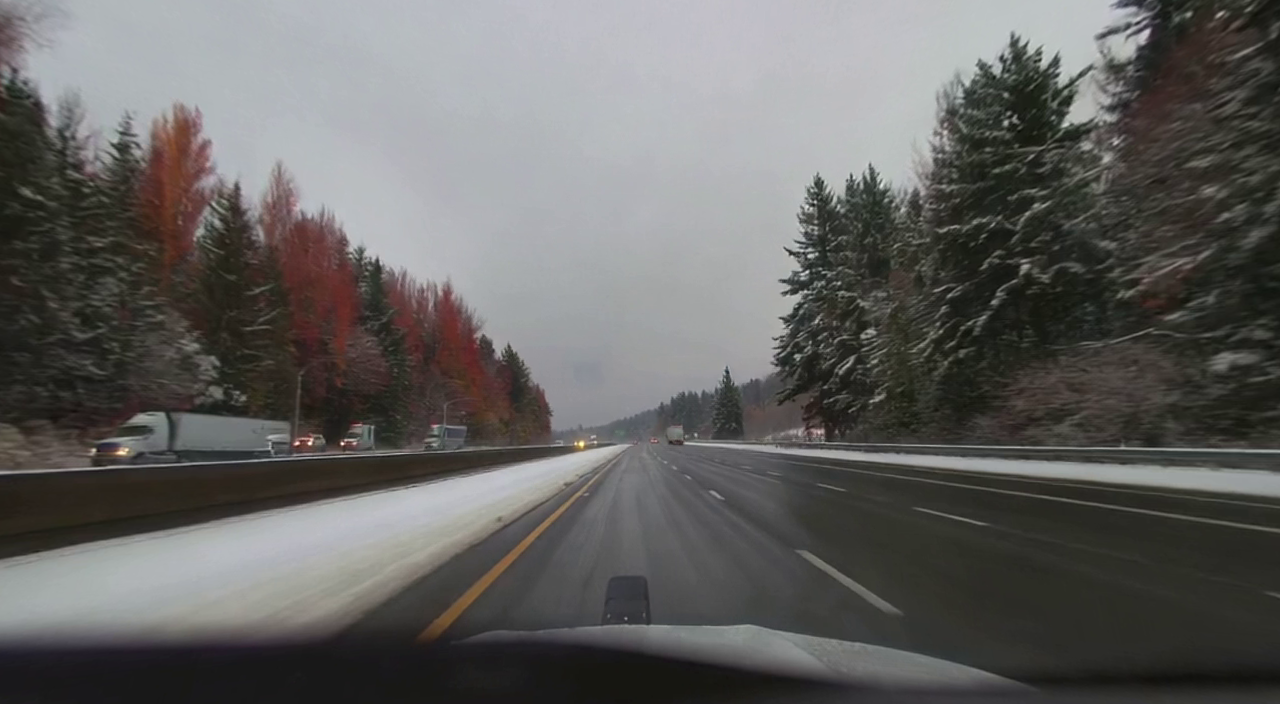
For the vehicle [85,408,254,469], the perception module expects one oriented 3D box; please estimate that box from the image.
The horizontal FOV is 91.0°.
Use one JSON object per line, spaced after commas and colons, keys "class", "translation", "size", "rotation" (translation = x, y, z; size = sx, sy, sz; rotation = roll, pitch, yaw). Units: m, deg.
{"class": "vehicle", "translation": [-31.797, 6.040, 43.544], "size": [2.923, 3.656, 11.414], "rotation": [0, -8, -1]}
